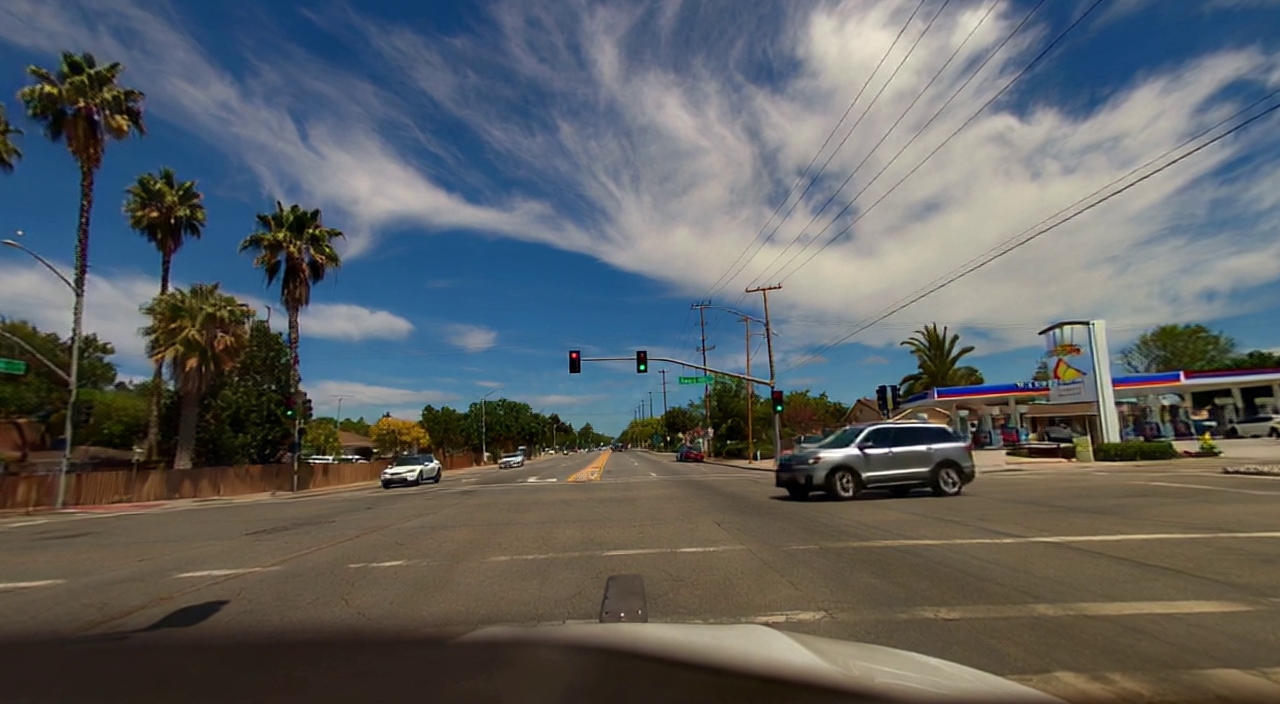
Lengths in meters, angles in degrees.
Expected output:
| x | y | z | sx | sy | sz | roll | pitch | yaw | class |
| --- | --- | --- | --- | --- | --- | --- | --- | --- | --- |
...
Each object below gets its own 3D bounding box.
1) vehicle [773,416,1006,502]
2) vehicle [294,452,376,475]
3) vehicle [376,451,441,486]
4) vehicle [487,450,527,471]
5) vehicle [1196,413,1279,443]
| x | y | z | sx | sy | sz | roll | pitch | yaw | class |
| --- | --- | --- | --- | --- | --- | --- | --- | --- | --- |
| 5.990 | 2.544 | 15.286 | 5.086 | 1.817 | 1.952 | 3 | -9 | -18 | vehicle |
| -20.949 | 7.677 | 43.512 | 4.672 | 1.469 | 1.816 | -1 | -9 | -2 | vehicle |
| -13.052 | 6.556 | 35.943 | 2.009 | 1.777 | 4.559 | 0 | -9 | -1 | vehicle |
| -9.973 | 8.162 | 47.602 | 2.085 | 1.451 | 4.311 | 0 | -9 | 0 | vehicle |
| 38.297 | 4.793 | 39.969 | 4.488 | 1.447 | 1.765 | -5 | -8 | -1 | vehicle |
